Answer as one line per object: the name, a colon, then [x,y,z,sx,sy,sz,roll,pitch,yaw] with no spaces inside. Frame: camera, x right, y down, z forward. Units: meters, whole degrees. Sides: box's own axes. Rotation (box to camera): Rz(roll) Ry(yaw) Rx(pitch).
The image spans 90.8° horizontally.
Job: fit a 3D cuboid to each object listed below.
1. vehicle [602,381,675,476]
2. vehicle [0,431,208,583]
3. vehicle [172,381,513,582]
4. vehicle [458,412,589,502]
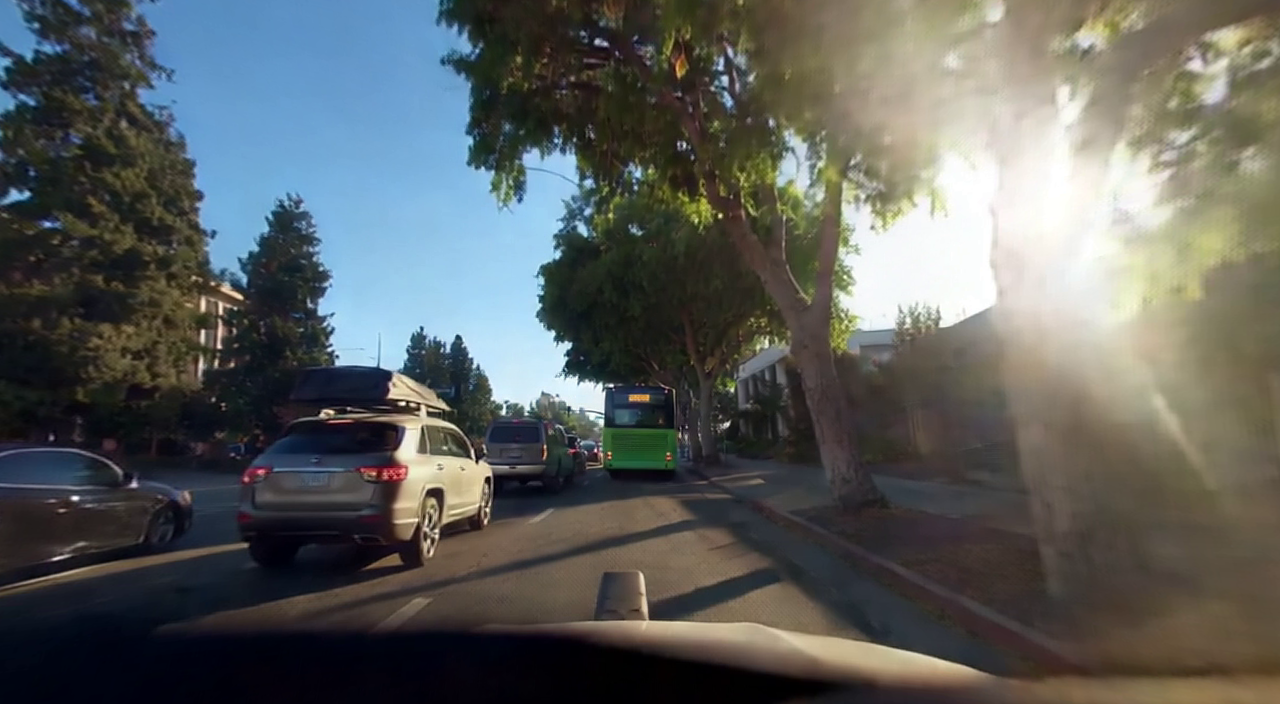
vehicle: [-0.020,4.044,32.021,2.970,3.857,12.200,0,-9,0]
vehicle: [-7.293,1.633,6.926,1.986,1.473,4.465,0,-9,-1]
vehicle: [-3.332,1.610,8.576,2.095,1.892,5.043,0,-9,1]
vehicle: [-3.012,2.933,18.037,2.546,2.125,5.869,0,-9,1]
